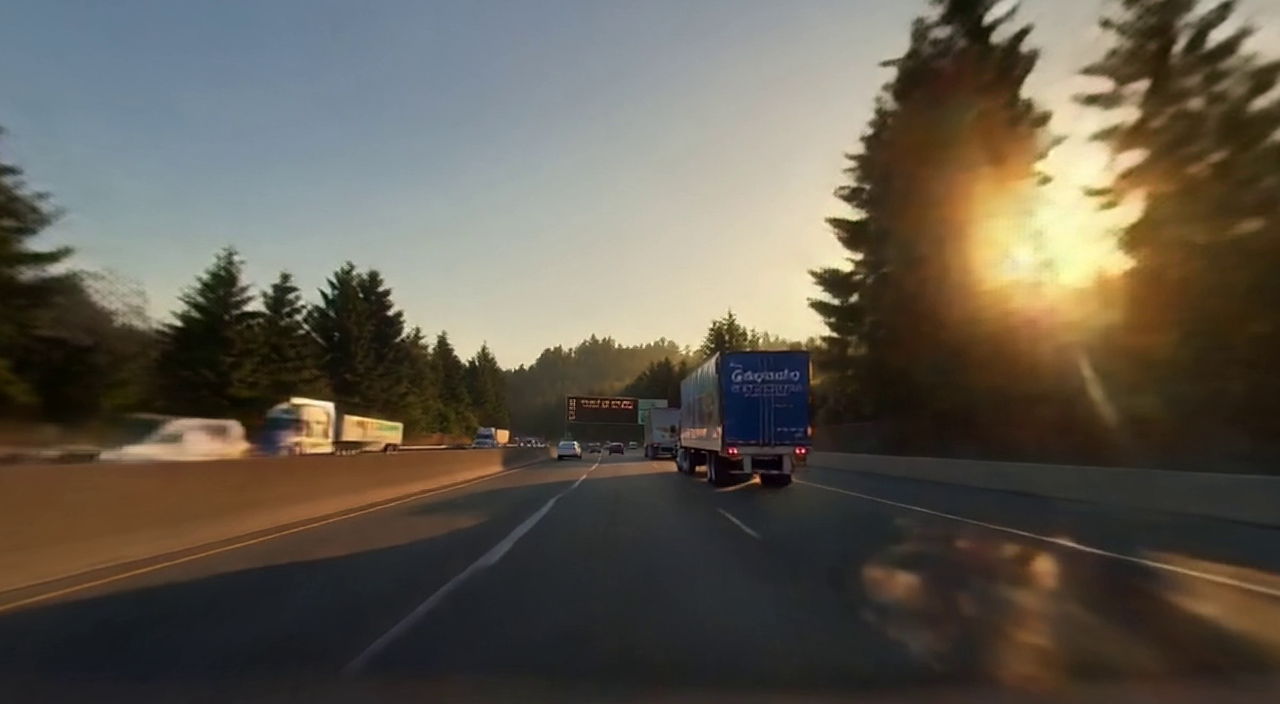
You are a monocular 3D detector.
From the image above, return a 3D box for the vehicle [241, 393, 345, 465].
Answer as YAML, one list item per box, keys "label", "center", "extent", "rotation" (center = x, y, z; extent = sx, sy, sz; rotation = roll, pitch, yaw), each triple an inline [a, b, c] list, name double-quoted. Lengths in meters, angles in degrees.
- label: "vehicle"
  center: [-20.978, 4.746, 38.538]
  extent: [3.161, 3.935, 6.116]
  rotation: [-1, -8, -4]

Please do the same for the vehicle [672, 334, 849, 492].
- label: "vehicle"
  center: [3.380, 2.471, 22.794]
  extent: [3.116, 3.992, 13.748]
  rotation: [0, -8, -2]

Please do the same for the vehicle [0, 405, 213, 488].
- label: "vehicle"
  center: [-13.147, 2.267, 15.206]
  extent: [2.080, 1.652, 5.232]
  rotation: [0, -8, -2]

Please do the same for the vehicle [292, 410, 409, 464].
- label: "vehicle"
  center: [-21.136, 6.438, 47.437]
  extent: [2.782, 3.431, 14.254]
  rotation: [0, -8, -3]

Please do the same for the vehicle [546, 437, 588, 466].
- label: "vehicle"
  center: [-4.490, 6.148, 39.138]
  extent: [2.206, 1.644, 4.027]
  rotation: [0, -8, -1]
